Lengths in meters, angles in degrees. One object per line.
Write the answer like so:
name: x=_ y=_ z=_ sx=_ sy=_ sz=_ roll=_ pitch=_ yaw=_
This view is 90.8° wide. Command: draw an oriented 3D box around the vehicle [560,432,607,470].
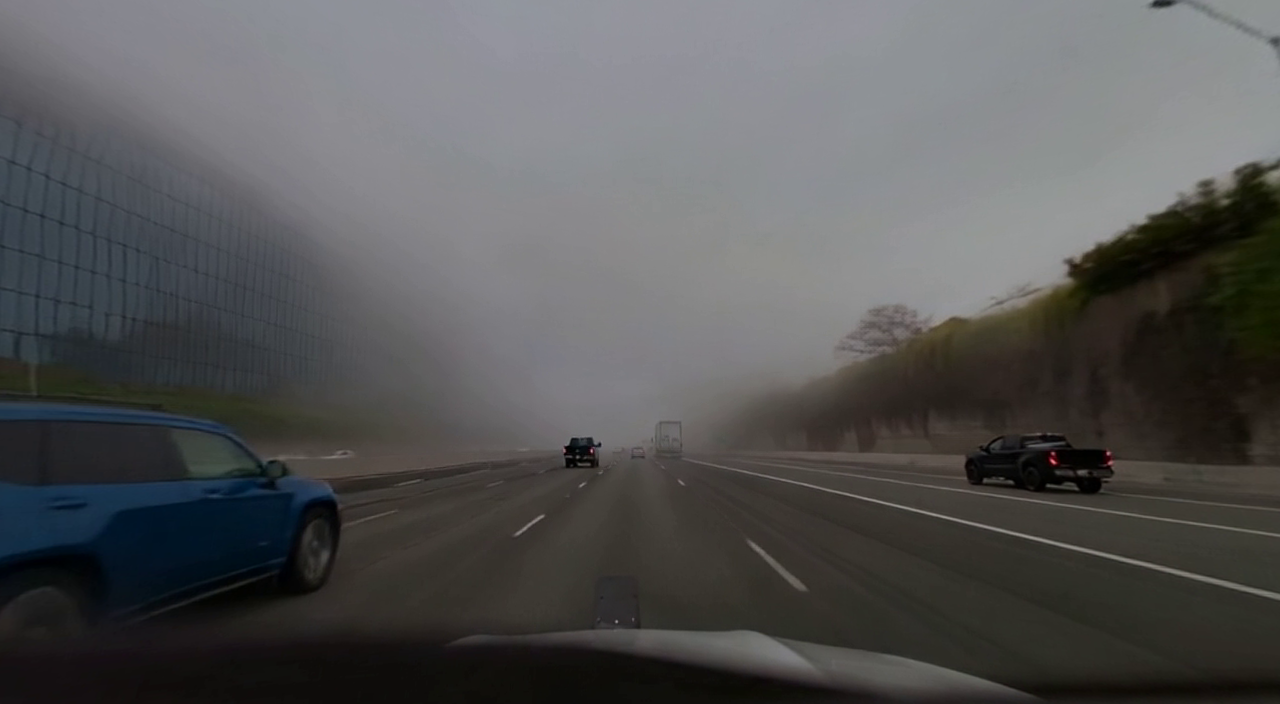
vehicle: x=-3.222 y=5.802 z=37.174 sx=2.284 sy=2.022 sz=5.752 roll=0 pitch=-9 yaw=-1

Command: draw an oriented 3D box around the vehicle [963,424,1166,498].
vehicle: x=11.572 y=3.025 z=17.836 sx=2.089 sy=1.787 sz=5.080 roll=0 pitch=-9 yaw=-1

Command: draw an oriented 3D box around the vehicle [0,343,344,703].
vehicle: x=-3.712 y=0.973 z=3.566 sx=2.039 sy=1.710 sz=4.237 roll=0 pitch=-9 yaw=-1
